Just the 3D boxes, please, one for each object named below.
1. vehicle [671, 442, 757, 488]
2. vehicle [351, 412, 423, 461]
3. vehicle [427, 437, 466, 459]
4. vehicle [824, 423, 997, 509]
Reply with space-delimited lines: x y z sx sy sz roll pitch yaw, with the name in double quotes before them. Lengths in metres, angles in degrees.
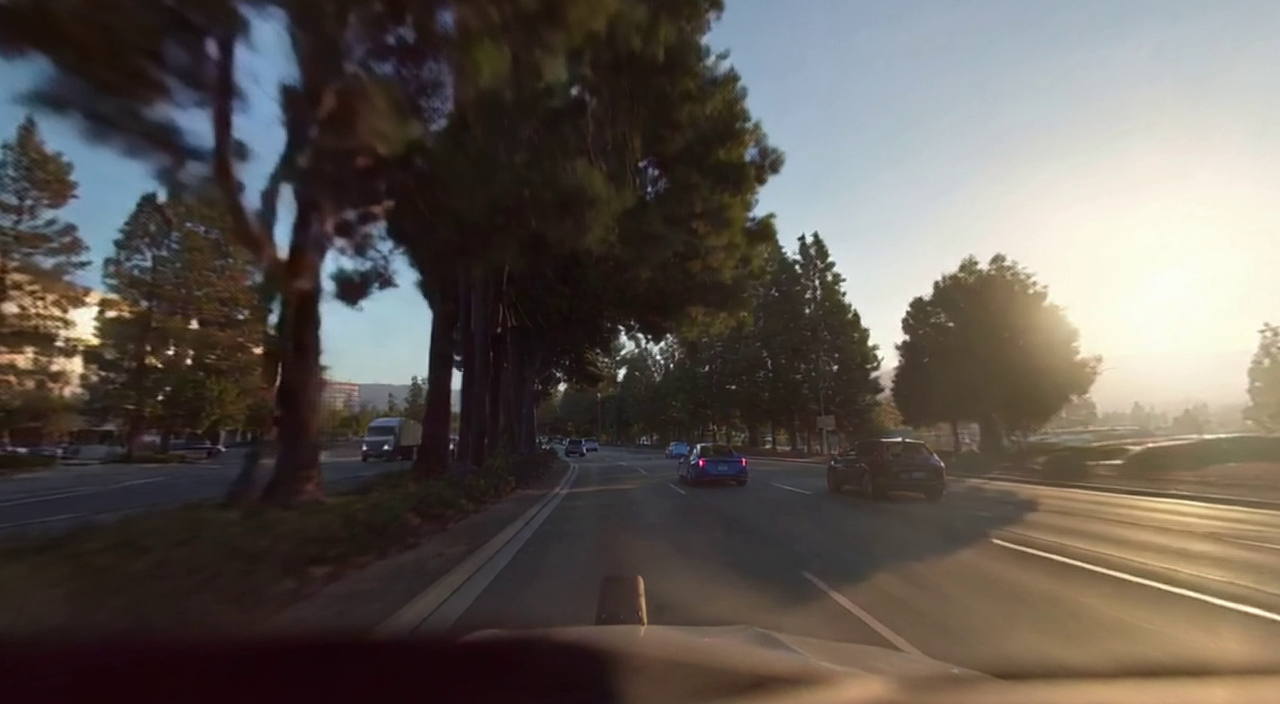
"vehicle" 2.290 3.649 20.803 1.990 1.347 4.388 1 -8 -4
"vehicle" -17.521 5.986 44.345 2.989 3.150 6.793 1 -8 -8
"vehicle" -14.428 7.181 47.257 1.965 1.514 4.404 1 -8 -7
"vehicle" 6.173 2.637 15.097 1.987 1.730 4.373 1 -8 -3
